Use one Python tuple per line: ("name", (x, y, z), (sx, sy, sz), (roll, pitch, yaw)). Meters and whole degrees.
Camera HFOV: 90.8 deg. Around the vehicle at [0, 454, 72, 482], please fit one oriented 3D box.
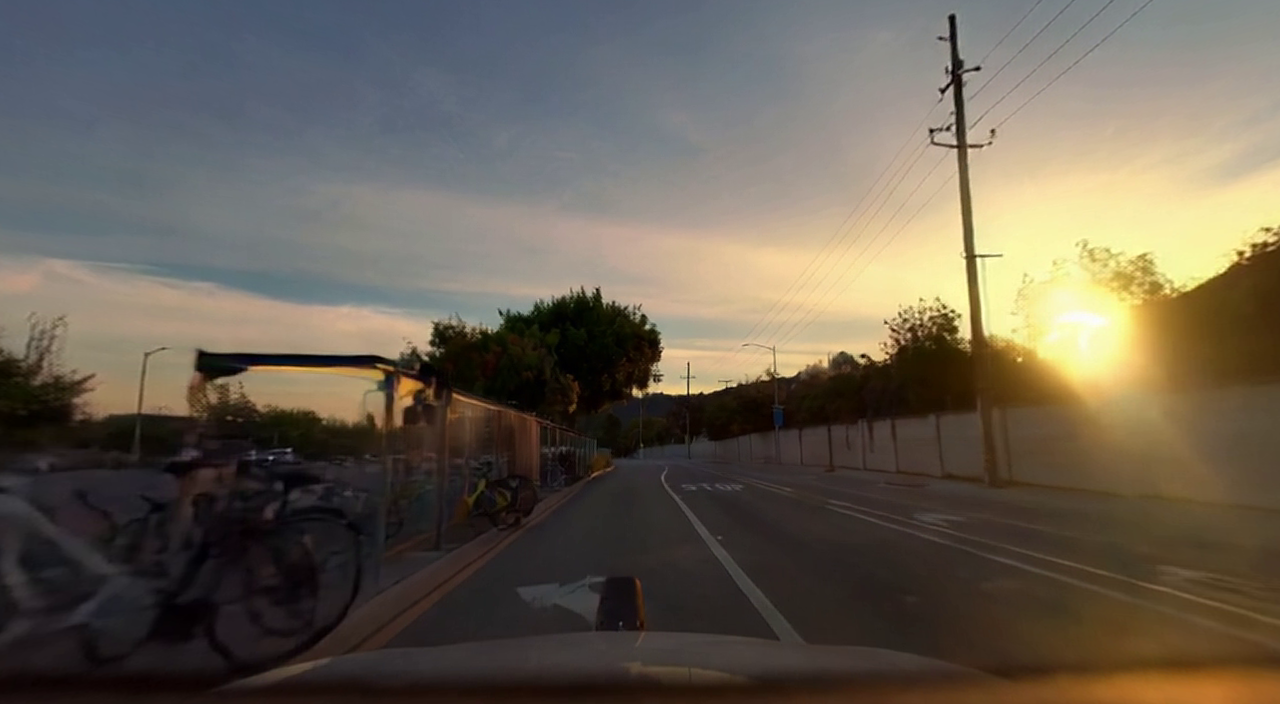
("vehicle", (-33.742, 6.250, 34.067), (4.327, 1.402, 1.757), (0, -8, -4))
